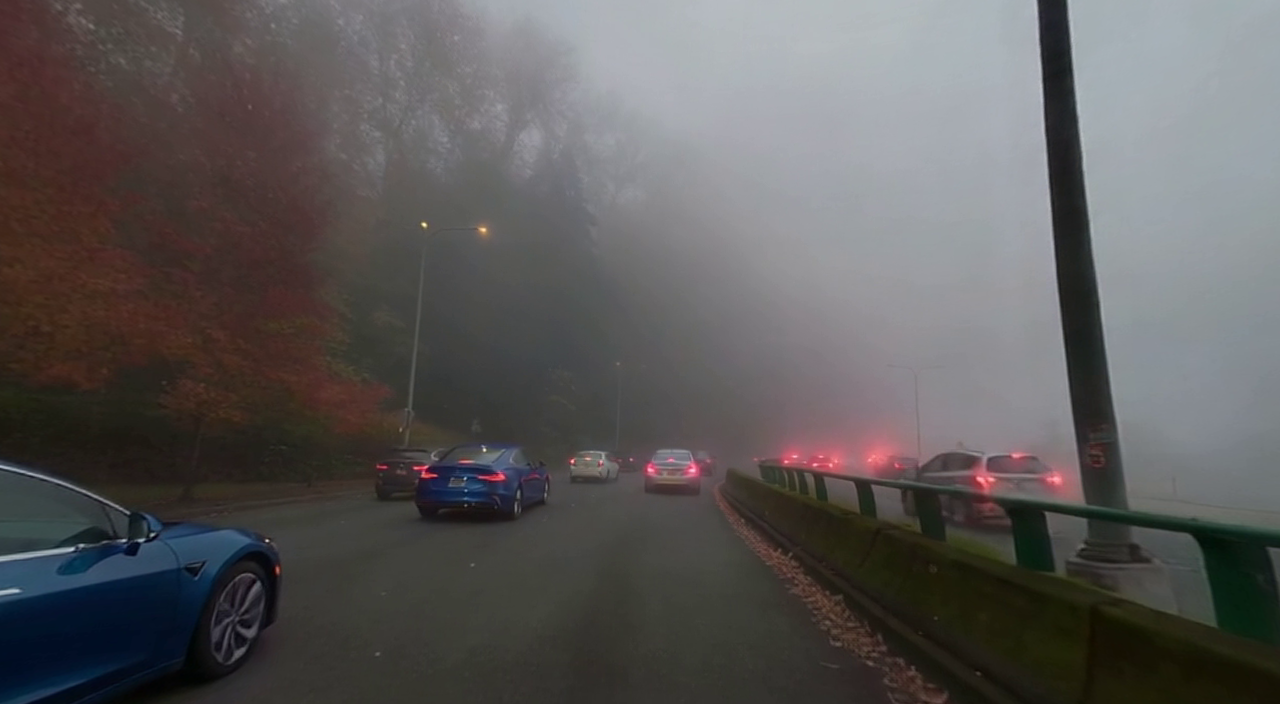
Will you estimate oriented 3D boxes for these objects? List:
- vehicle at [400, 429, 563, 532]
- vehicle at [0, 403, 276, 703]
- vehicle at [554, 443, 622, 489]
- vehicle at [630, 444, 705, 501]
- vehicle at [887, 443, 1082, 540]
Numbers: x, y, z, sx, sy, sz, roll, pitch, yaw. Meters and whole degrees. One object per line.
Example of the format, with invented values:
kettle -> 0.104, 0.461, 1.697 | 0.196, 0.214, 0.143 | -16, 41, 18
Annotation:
vehicle -> -2.917, 2.481, 12.776 | 1.979, 1.663, 4.513 | 0, -9, 2
vehicle -> -3.489, 0.893, 2.085 | 1.921, 1.503, 4.317 | 0, -9, 1
vehicle -> -1.948, 4.454, 25.030 | 1.930, 1.635, 4.260 | 0, -9, 6
vehicle -> 0.881, 3.578, 19.138 | 2.015, 1.506, 4.276 | 0, -9, 3
vehicle -> 6.812, 2.744, 13.053 | 1.768, 1.634, 4.064 | 0, -9, 1
